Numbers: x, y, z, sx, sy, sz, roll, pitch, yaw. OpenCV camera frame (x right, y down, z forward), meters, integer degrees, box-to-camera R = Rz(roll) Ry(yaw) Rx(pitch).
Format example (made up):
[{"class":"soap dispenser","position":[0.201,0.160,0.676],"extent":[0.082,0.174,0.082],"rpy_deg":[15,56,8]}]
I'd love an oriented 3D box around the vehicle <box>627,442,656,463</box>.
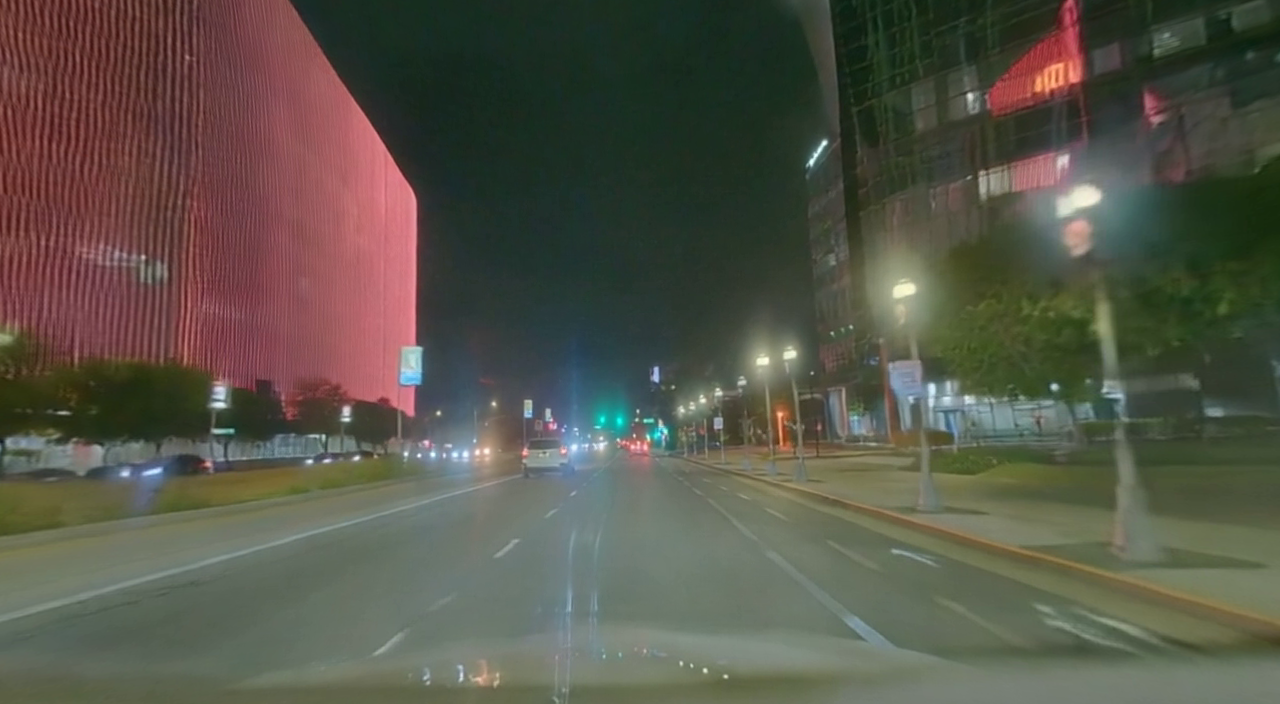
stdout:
[{"class":"vehicle","position":[0.107,7.529,47.391],"extent":[2.102,1.482,4.125],"rpy_deg":[0,-8,0]}]

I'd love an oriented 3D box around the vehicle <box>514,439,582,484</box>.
[{"class":"vehicle","position":[-3.389,4.081,23.975],"extent":[1.983,1.545,3.773],"rpy_deg":[0,-8,0]}]

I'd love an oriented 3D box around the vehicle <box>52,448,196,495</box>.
[{"class":"vehicle","position":[-20.360,4.686,25.235],"extent":[1.900,1.638,4.567],"rpy_deg":[0,-8,-1]}]

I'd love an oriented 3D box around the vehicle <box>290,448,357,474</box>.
[{"class":"vehicle","position":[-20.306,6.988,40.750],"extent":[1.959,1.536,4.455],"rpy_deg":[0,-8,0]}]
